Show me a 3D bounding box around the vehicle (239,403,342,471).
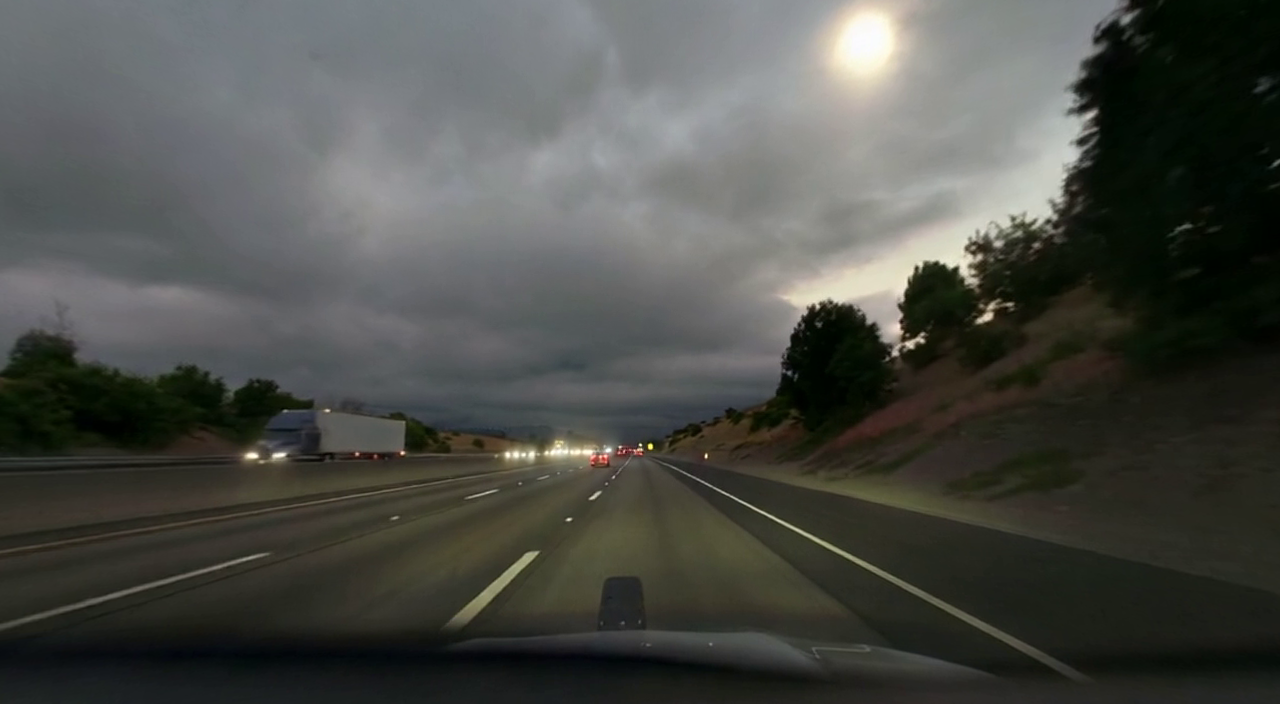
[{"bbox_3d":[-22.098,5.489,40.260,3.037,3.999,5.882,0,-9,0],"label":"vehicle"}]
